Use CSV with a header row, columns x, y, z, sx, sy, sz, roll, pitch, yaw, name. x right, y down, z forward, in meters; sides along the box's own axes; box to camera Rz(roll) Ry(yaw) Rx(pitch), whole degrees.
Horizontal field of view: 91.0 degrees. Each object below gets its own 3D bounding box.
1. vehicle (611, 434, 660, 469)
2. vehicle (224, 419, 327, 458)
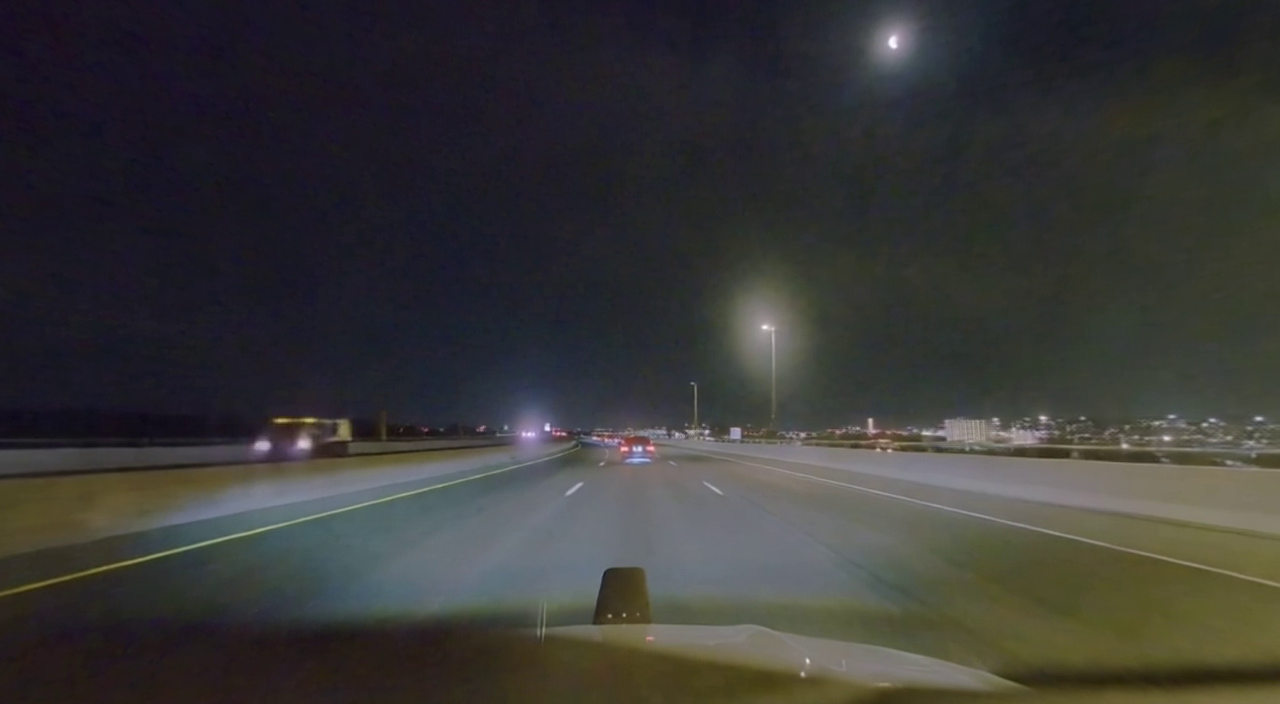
x,y,z,sx,sy,sz,roll,pitch,yaw,name
-0.202,4.641,29.483,2.130,1.512,4.057,1,-8,0,vehicle
-15.531,3.752,27.123,1.869,1.509,4.284,1,-8,0,vehicle
